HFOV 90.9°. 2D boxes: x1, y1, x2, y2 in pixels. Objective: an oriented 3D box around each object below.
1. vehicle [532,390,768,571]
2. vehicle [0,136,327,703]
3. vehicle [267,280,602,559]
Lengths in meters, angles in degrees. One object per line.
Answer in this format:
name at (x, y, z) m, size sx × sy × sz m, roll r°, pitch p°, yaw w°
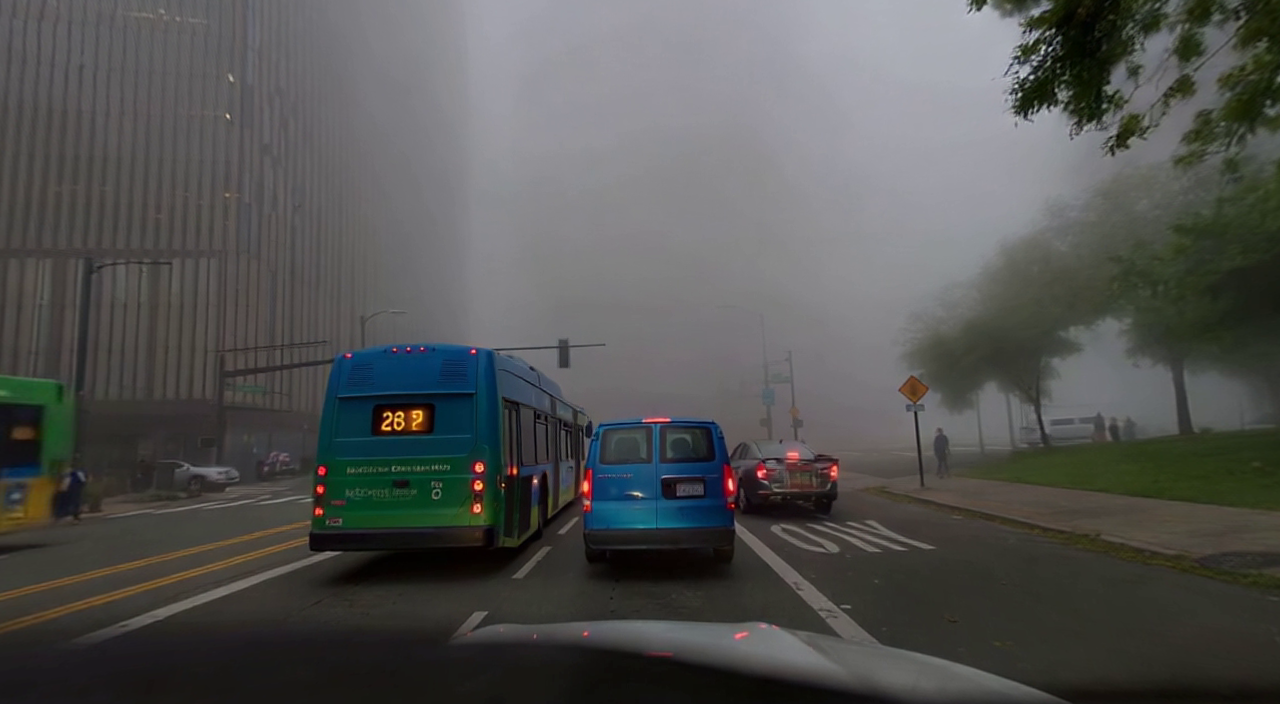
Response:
vehicle at (0.132, 1.694, 8.944) m, size 2.500 × 1.912 × 4.270 m, roll 0°, pitch -9°, yaw 1°
vehicle at (-2.751, 0.325, 0.226) m, size 2.329 × 2.089 × 5.659 m, roll 0°, pitch -9°, yaw 0°
vehicle at (-2.902, 1.802, 14.590) m, size 3.042 × 3.445 × 13.615 m, roll 0°, pitch -9°, yaw 1°
